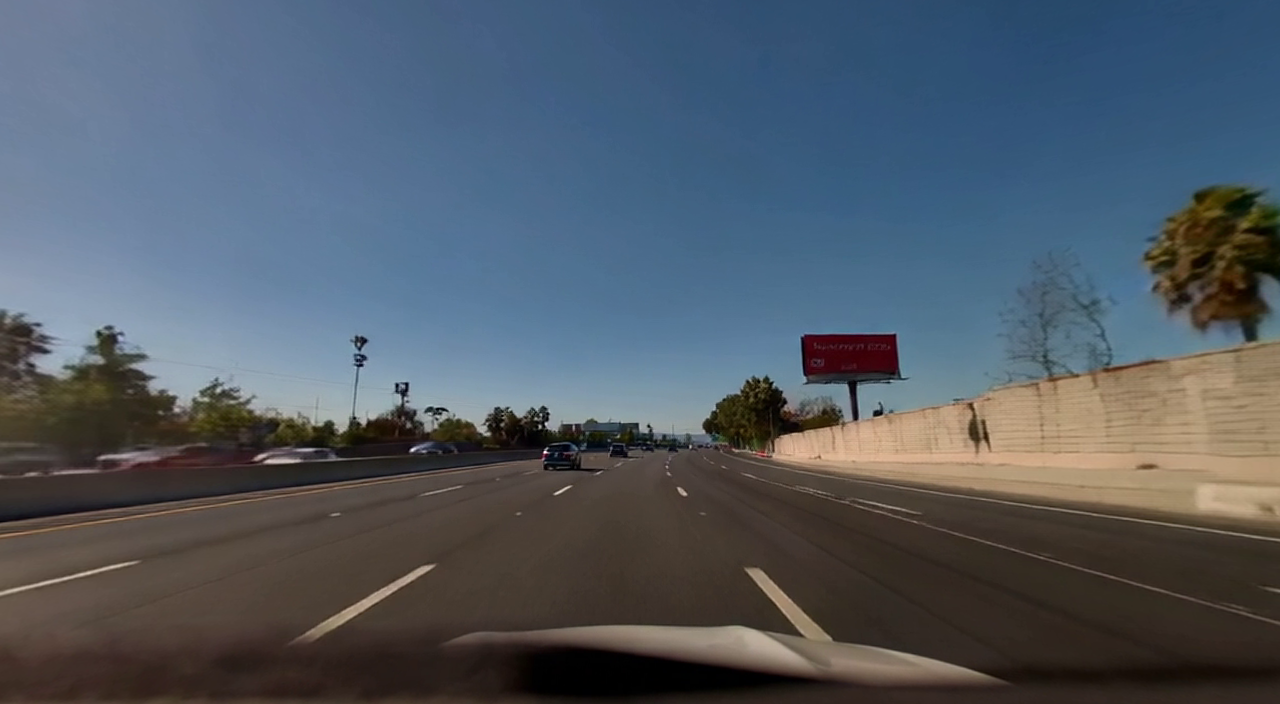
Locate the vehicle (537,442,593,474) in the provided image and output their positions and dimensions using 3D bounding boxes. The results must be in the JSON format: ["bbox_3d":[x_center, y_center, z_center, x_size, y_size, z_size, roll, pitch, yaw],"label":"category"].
[{"bbox_3d":[-3.695,5.326,32.031,2.078,1.457,4.648,-1,-8,3],"label":"vehicle"}]

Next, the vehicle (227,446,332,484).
[{"bbox_3d":[-14.541,4.565,25.776,1.961,1.413,3.799,-1,-8,2],"label":"vehicle"}]
